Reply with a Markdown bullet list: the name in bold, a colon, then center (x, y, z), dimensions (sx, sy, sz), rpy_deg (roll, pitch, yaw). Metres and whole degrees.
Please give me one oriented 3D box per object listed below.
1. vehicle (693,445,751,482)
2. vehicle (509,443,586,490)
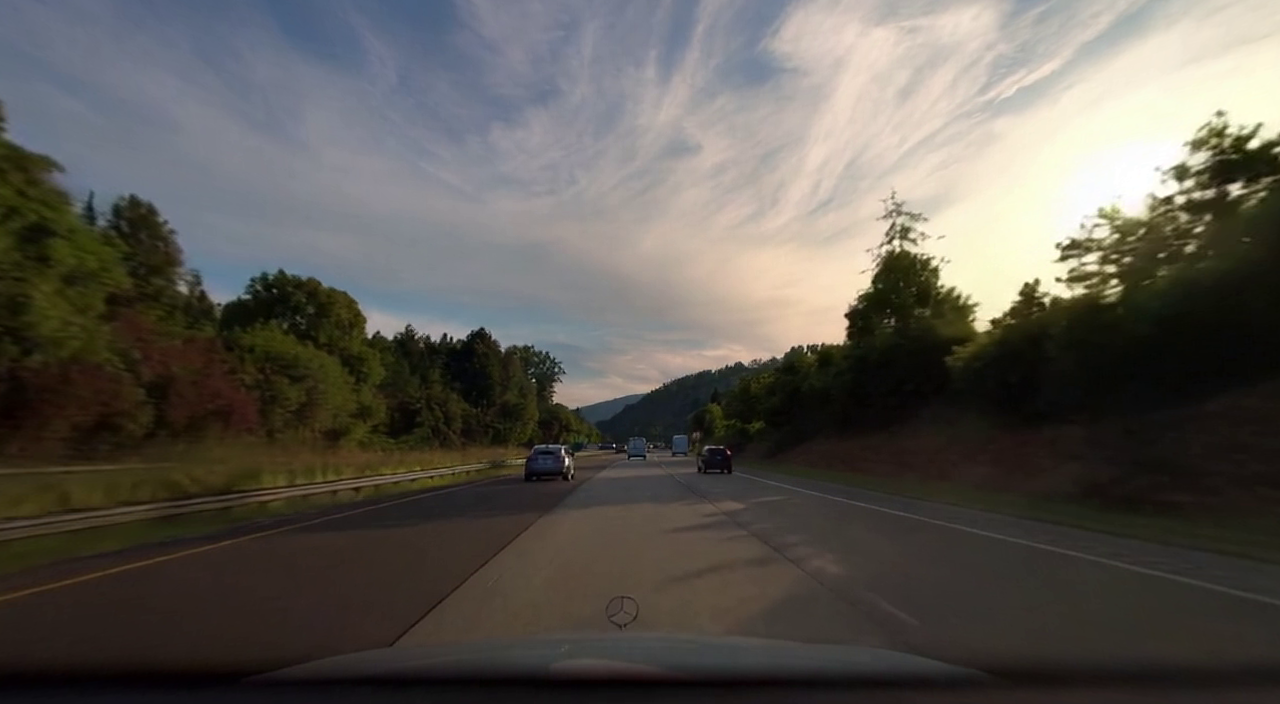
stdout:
- **vehicle**: center (3.496, 4.818, 27.535), dimensions (1.926, 1.483, 3.528), rpy_deg (0, -9, -3)
- **vehicle**: center (-3.137, 4.001, 22.273), dimensions (2.053, 1.483, 4.185), rpy_deg (0, -9, 0)
